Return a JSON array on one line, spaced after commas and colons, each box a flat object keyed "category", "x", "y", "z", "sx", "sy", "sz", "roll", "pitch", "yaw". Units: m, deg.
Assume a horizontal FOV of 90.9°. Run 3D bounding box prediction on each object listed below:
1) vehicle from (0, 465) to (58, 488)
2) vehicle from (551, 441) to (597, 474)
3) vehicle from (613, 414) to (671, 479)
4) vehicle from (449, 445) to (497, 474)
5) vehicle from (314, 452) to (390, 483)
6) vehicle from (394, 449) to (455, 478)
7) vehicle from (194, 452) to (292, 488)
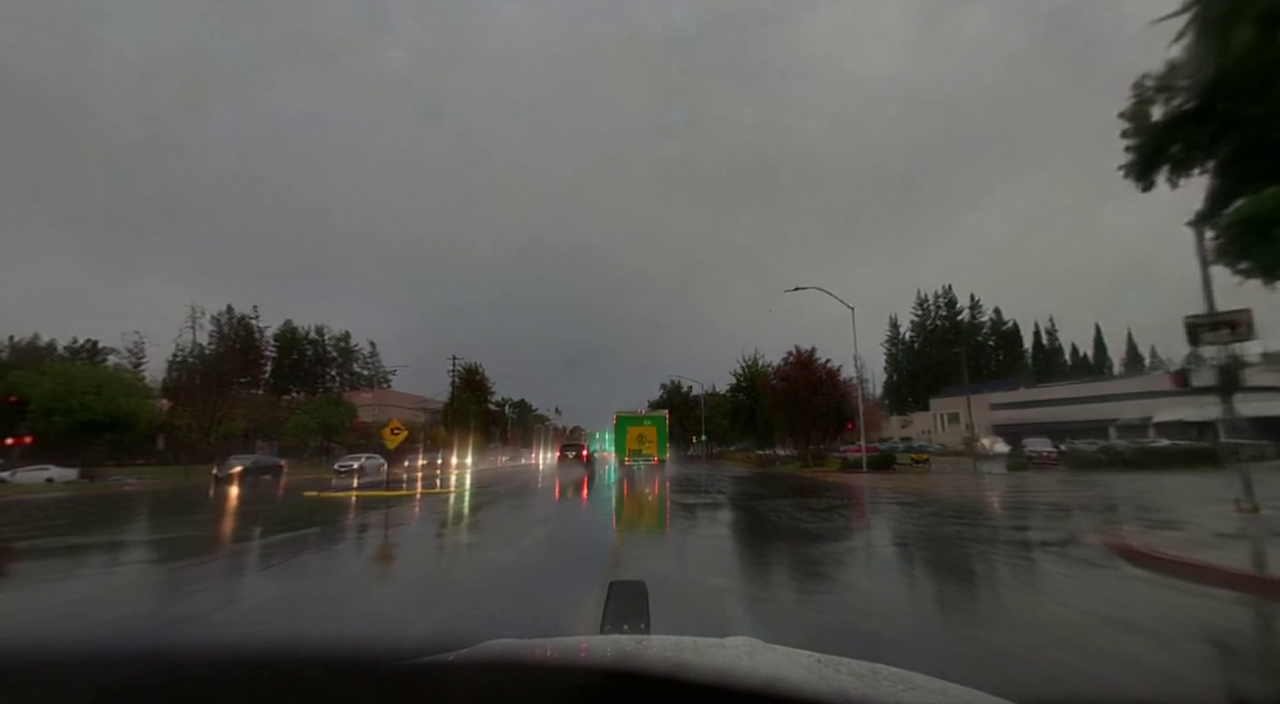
[{"category": "vehicle", "x": -45.627, "y": 9.041, "z": 45.913, "sx": 4.244, "sy": 1.536, "sz": 2.065, "roll": 0, "pitch": -8, "yaw": -3}, {"category": "vehicle", "x": -3.901, "y": 6.332, "z": 38.091, "sx": 2.184, "sy": 1.830, "sz": 4.890, "roll": 0, "pitch": -8, "yaw": 0}, {"category": "vehicle", "x": -0.058, "y": 5.375, "z": 36.088, "sx": 2.843, "sy": 3.120, "sz": 10.422, "roll": 0, "pitch": -8, "yaw": -2}, {"category": "vehicle", "x": -12.426, "y": 7.995, "z": 47.183, "sx": 2.068, "sy": 1.747, "sz": 5.040, "roll": -4, "pitch": -7, "yaw": 1}, {"category": "vehicle", "x": -16.249, "y": 6.524, "z": 35.885, "sx": 2.022, "sy": 1.442, "sz": 4.853, "roll": -4, "pitch": -8, "yaw": 1}, {"category": "vehicle", "x": -12.900, "y": 6.678, "z": 38.066, "sx": 1.960, "sy": 1.627, "sz": 4.784, "roll": 0, "pitch": -8, "yaw": 1}, {"category": "vehicle", "x": -22.244, "y": 6.574, "z": 35.587, "sx": 2.017, "sy": 1.785, "sz": 5.092, "roll": -1, "pitch": -8, "yaw": 3}]
